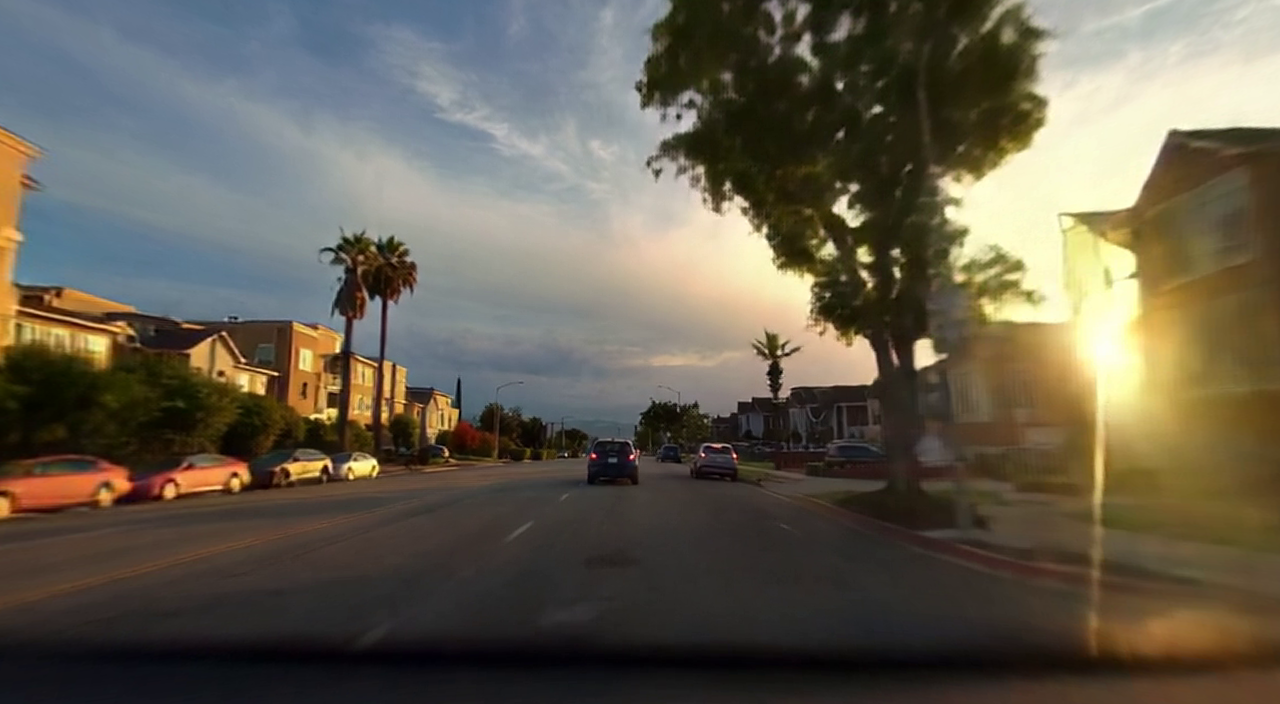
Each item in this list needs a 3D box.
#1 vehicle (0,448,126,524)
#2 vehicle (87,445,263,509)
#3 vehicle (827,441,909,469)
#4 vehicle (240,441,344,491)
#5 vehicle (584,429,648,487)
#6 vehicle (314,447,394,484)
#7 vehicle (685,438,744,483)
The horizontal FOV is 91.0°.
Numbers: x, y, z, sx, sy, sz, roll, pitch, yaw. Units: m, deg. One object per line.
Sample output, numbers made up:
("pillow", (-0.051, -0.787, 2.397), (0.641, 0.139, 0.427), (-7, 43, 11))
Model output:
("vehicle", (-14.114, 2.989, 13.955), (1.884, 1.451, 4.435), (-4, -7, -2))
("vehicle", (-14.067, 3.752, 19.505), (1.875, 1.496, 4.728), (-4, -7, 1))
("vehicle", (13.922, 6.313, 38.580), (4.238, 1.621, 2.067), (0, -8, -1))
("vehicle", (-14.067, 4.587, 25.762), (1.890, 1.640, 4.320), (-3, -7, -1))
("vehicle", (-0.727, 3.693, 22.267), (1.994, 1.810, 5.057), (0, -8, 0))
("vehicle", (-14.164, 5.604, 31.467), (1.877, 1.443, 4.677), (-3, -7, -1))
("vehicle", (3.315, 4.910, 28.695), (1.949, 1.685, 4.161), (6, -9, -1))
